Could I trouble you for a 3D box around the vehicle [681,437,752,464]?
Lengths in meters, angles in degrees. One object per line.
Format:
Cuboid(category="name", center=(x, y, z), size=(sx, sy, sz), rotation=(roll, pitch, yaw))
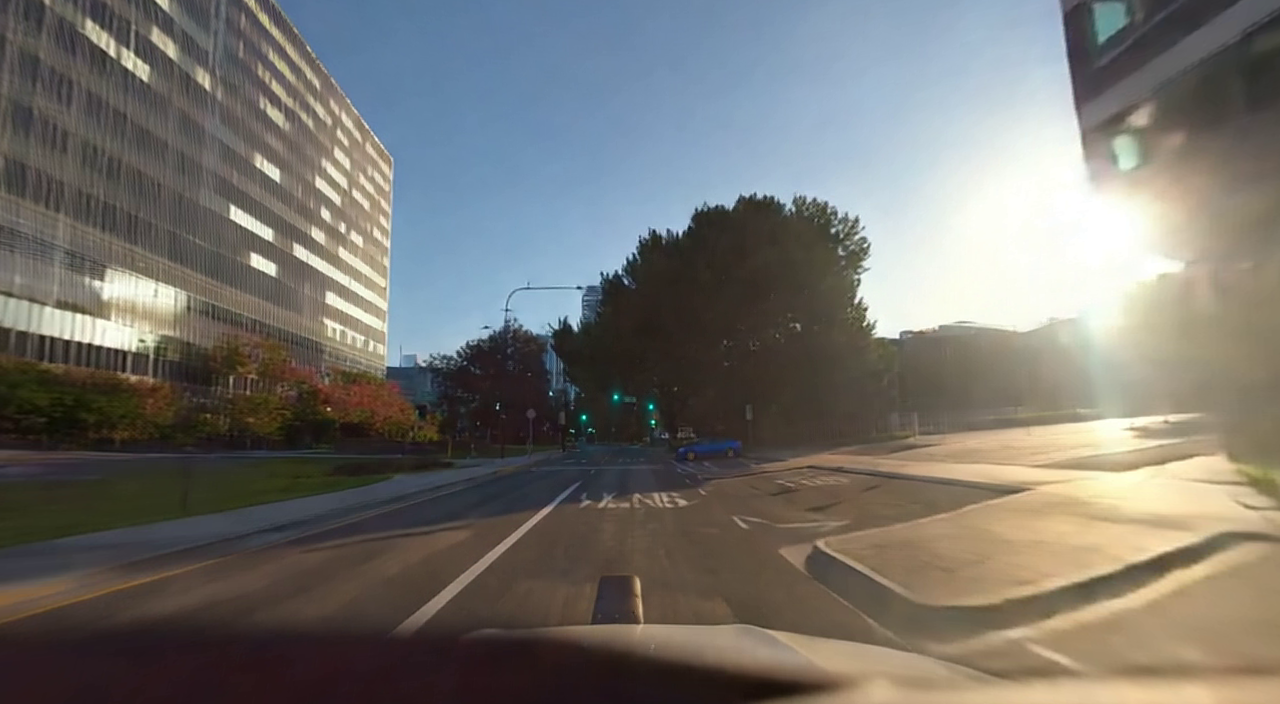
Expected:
Cuboid(category="vehicle", center=(4.576, 5.798, 37.354), size=(3.844, 1.524, 1.847), rotation=(5, -9, -32))
